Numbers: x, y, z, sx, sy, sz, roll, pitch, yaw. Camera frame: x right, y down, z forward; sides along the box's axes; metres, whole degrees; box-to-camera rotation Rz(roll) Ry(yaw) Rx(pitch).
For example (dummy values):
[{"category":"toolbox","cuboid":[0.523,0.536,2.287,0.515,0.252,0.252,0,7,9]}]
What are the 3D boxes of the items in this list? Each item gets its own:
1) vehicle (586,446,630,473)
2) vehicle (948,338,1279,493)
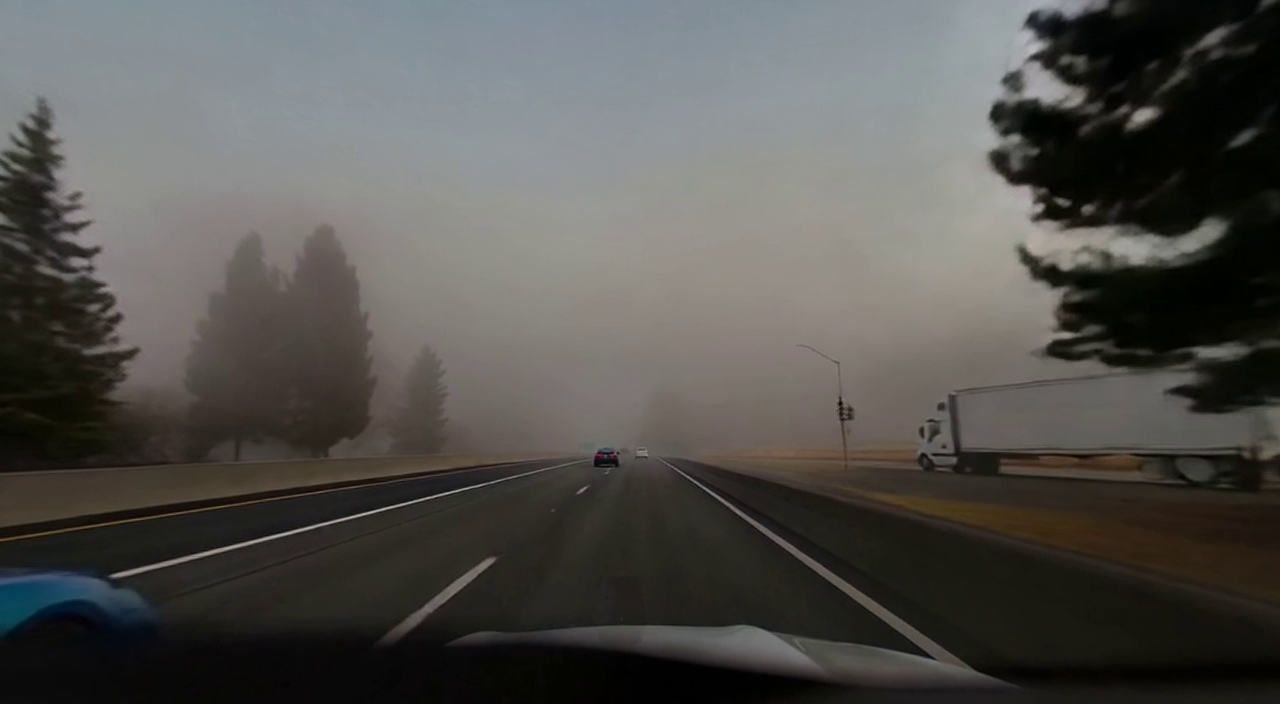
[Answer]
[{"category":"vehicle","cuboid":[-1.748,6.110,36.149,2.170,1.451,4.584,0,-8,1]},{"category":"vehicle","cuboid":[17.667,2.581,22.982,2.859,4.163,14.784,0,-9,-12]}]
